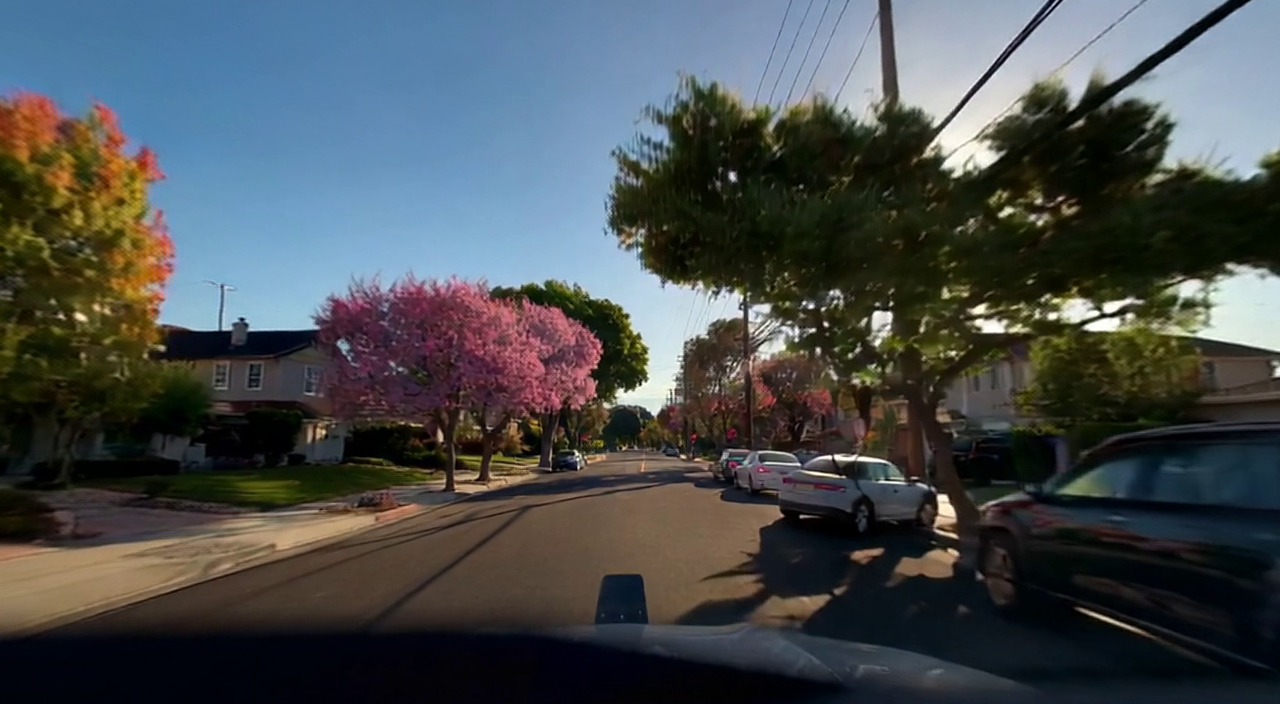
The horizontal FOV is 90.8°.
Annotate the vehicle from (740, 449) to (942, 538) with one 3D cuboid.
[{"bbox_3d":[4.223,2.710,12.872,2.075,1.449,4.526,-9,-12,43],"label":"vehicle"}]

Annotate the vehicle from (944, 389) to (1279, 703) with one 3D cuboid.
[{"bbox_3d":[3.935,1.146,3.703,2.103,1.679,4.386,0,-9,0],"label":"vehicle"}]

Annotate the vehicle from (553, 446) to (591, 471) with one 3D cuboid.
[{"bbox_3d":[-4.475,7.114,42.375,1.938,1.508,4.481,0,-8,2],"label":"vehicle"}]
